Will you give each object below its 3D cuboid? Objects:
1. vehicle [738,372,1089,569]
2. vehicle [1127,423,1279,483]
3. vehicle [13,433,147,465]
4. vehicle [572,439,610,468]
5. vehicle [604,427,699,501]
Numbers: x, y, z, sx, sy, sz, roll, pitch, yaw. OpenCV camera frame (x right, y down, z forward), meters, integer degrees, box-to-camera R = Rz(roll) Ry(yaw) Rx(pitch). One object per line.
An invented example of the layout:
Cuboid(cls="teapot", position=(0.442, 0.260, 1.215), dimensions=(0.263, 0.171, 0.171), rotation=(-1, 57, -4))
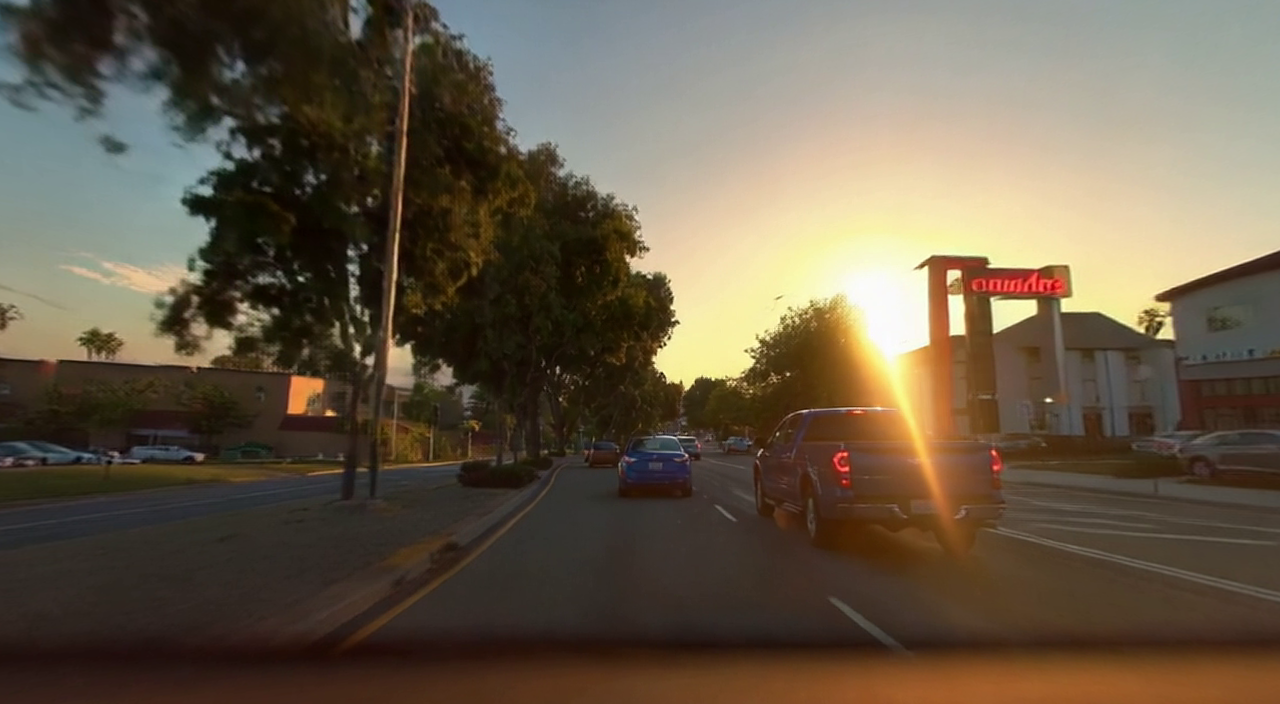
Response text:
Cuboid(cls="vehicle", position=(3.385, 1.708, 9.813), dimensions=(2.731, 2.101, 6.047), rotation=(0, -9, 0))
Cuboid(cls="vehicle", position=(18.562, 3.253, 20.452), dimensions=(1.909, 1.717, 4.451), rotation=(0, -9, 1))
Cuboid(cls="vehicle", position=(-32.877, 5.707, 37.097), dimensions=(5.603, 1.772, 2.150), rotation=(1, -9, -3))
Cuboid(cls="vehicle", position=(-2.749, 5.564, 34.756), dimensions=(1.960, 1.475, 4.161), rotation=(1, -9, -6))
Cuboid(cls="vehicle", position=(0.247, 2.828, 16.300), dimensions=(2.145, 1.650, 4.021), rotation=(0, -8, 0))
